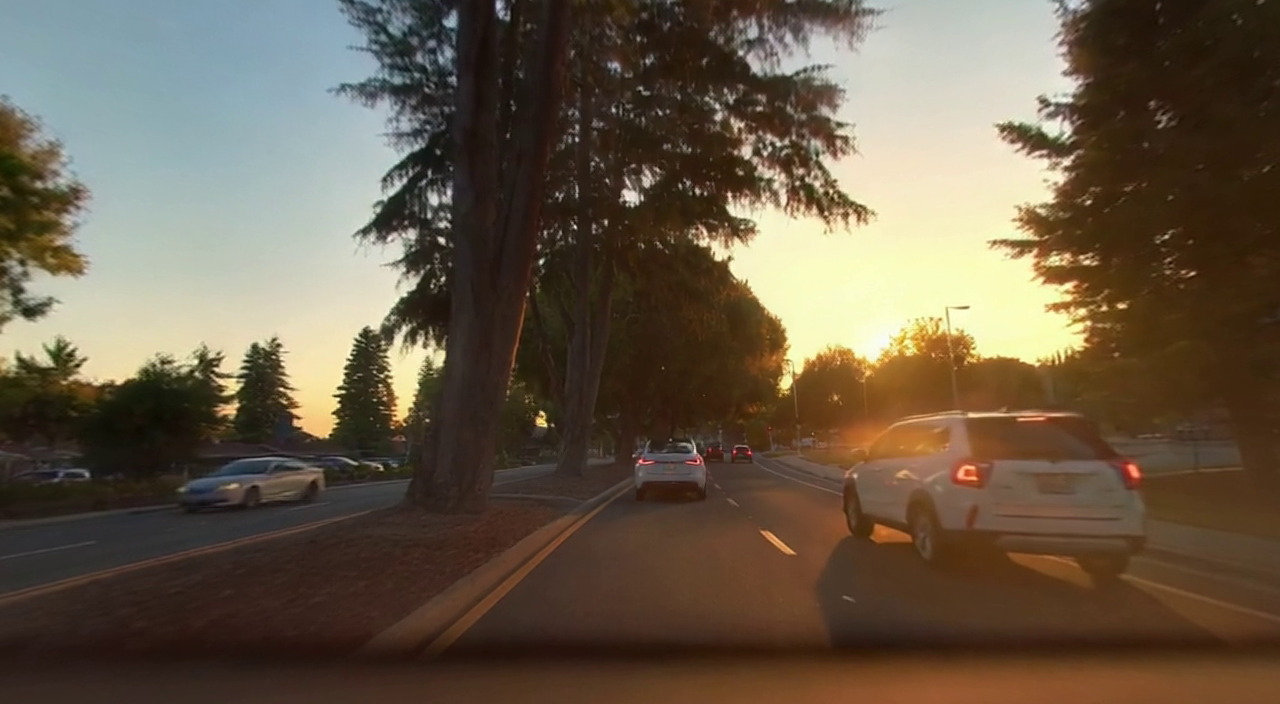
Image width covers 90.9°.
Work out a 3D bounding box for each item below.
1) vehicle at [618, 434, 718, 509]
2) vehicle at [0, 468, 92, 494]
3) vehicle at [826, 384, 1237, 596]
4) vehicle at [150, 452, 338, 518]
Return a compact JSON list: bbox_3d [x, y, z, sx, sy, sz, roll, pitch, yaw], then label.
[{"bbox_3d":[0.735,2.862,15.621,2.154,1.585,3.997,-1,-8,4],"label":"vehicle"},{"bbox_3d":[-39.103,8.459,41.561,4.279,1.561,2.022,-1,-8,7],"label":"vehicle"},{"bbox_3d":[4.164,1.569,8.158,1.953,1.818,5.299,0,-8,1],"label":"vehicle"},{"bbox_3d":[-10.838,3.630,17.821,2.027,1.511,4.711,-1,-8,4],"label":"vehicle"}]
